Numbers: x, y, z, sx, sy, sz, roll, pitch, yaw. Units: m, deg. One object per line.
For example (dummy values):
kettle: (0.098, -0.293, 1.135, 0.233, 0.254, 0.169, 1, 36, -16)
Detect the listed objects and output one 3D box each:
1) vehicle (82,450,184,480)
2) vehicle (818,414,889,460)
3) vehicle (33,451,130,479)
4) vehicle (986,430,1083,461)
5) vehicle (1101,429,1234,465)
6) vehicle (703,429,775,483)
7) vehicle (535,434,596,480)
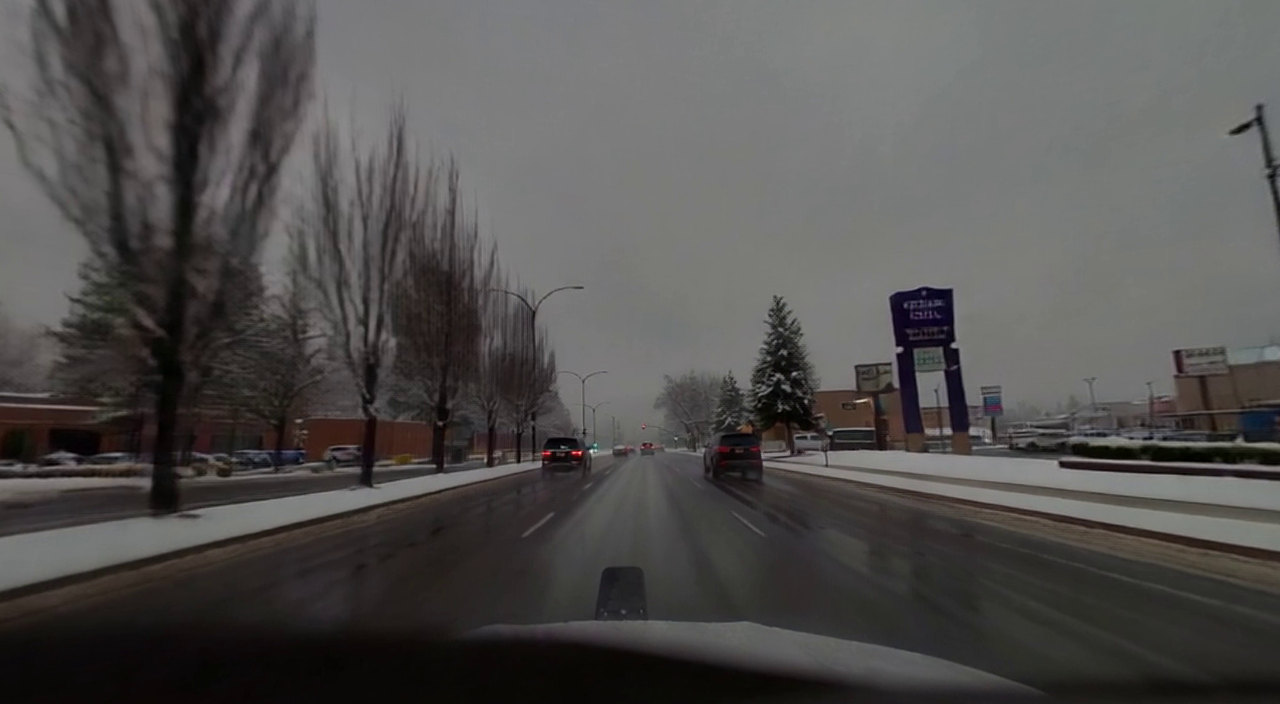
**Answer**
vehicle: (-33.331, 7.383, 41.491, 2.099, 1.792, 5.422, 0, -8, 1)
vehicle: (16.522, 6.785, 49.155, 2.919, 3.125, 7.218, 2, -10, -1)
vehicle: (-36.704, 7.394, 41.440, 2.124, 1.713, 4.465, 0, -8, 2)
vehicle: (29.541, 6.995, 47.116, 5.686, 2.220, 2.112, 0, -8, 4)
vehicle: (27.189, 4.927, 32.502, 4.699, 1.608, 2.379, -2, -9, -2)
vehicle: (3.773, 4.037, 24.677, 2.024, 1.921, 4.431, 0, -8, -1)
vehicle: (-3.111, 4.470, 27.028, 2.014, 1.775, 4.404, 0, -8, 1)
